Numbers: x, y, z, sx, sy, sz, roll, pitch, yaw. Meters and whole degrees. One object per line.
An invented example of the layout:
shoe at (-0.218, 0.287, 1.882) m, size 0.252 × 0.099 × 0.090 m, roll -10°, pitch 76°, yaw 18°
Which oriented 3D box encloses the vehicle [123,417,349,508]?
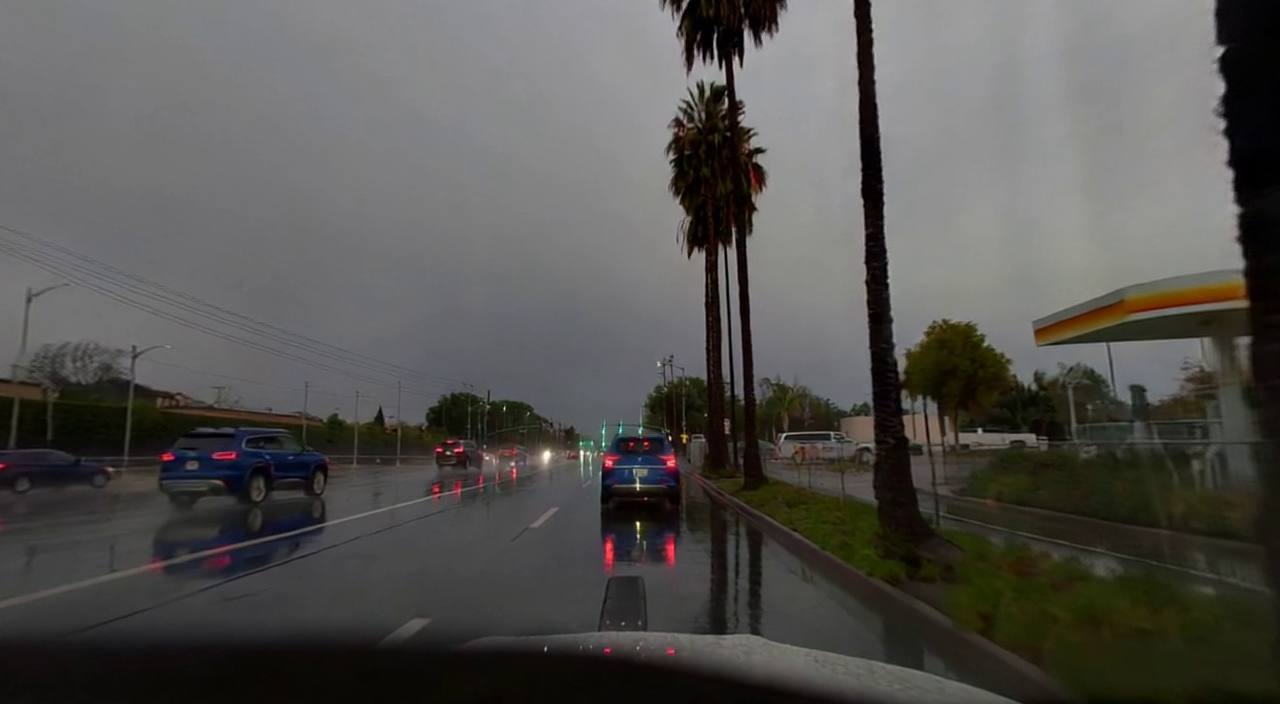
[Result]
vehicle at (-9.990, 2.793, 16.295) m, size 2.269 × 1.934 × 5.350 m, roll 0°, pitch -9°, yaw 0°

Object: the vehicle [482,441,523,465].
vehicle at (-10.475, 7.752, 48.181) m, size 1.998 × 1.731 × 4.952 m, roll 0°, pitch -9°, yaw 0°

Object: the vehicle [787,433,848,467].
vehicle at (8.240, 4.497, 28.931) m, size 1.837 × 1.416 × 3.947 m, roll -4°, pitch -10°, yaw 27°

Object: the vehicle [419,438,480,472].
vehicle at (-10.579, 5.746, 35.190) m, size 1.965 × 1.743 × 4.327 m, roll 0°, pitch -9°, yaw 1°

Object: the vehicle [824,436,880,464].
vehicle at (12.049, 5.565, 35.885) m, size 1.681 × 1.503 × 3.781 m, roll 0°, pitch -8°, yaw -3°

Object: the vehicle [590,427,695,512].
vehicle at (0.076, 2.680, 14.719) m, size 2.121 × 1.710 × 3.893 m, roll 0°, pitch -9°, yaw 1°

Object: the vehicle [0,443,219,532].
vehicle at (-10.021, 2.409, 11.684) m, size 1.924 × 1.384 × 3.426 m, roll 0°, pitch -9°, yaw 1°
